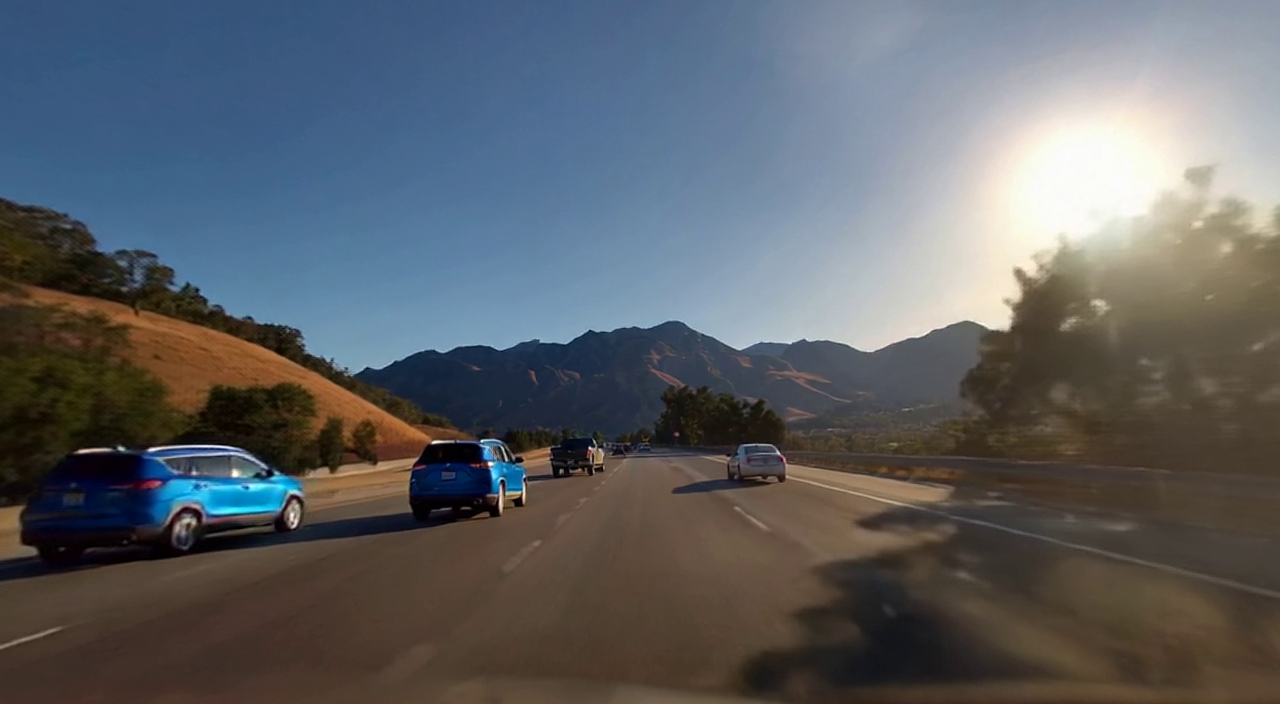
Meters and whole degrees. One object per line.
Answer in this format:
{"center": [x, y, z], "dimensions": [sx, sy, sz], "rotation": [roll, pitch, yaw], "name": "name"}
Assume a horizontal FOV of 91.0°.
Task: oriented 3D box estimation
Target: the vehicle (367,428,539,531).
{"center": [-3.503, 2.473, 12.789], "dimensions": [2.080, 1.716, 4.207], "rotation": [0, -8, 2], "name": "vehicle"}

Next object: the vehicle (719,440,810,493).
{"center": [4.044, 3.795, 21.321], "dimensions": [2.071, 1.570, 4.637], "rotation": [0, -8, 0], "name": "vehicle"}

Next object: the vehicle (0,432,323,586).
{"center": [-6.913, 2.040, 9.179], "dimensions": [2.084, 1.639, 4.648], "rotation": [0, -8, 1], "name": "vehicle"}

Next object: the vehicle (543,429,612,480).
{"center": [-2.769, 4.774, 29.492], "dimensions": [2.494, 2.136, 5.539], "rotation": [0, -8, 2], "name": "vehicle"}
